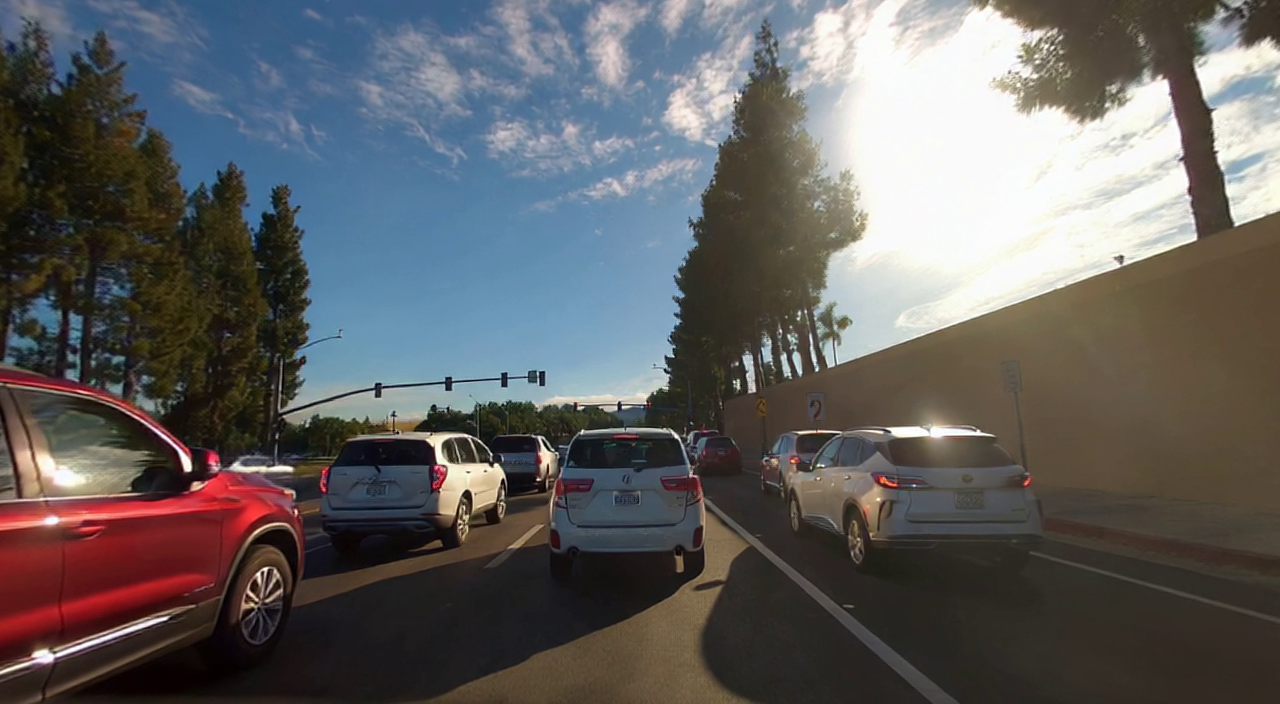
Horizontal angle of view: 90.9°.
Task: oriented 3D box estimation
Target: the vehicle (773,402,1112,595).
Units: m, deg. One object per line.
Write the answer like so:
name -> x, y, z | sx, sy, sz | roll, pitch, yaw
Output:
vehicle -> 3.150, 1.618, 7.808 | 2.029, 1.702, 4.281 | 0, -8, 0

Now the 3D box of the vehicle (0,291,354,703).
vehicle -> -3.519, 0.829, 3.113 | 2.070, 1.913, 4.450 | 0, -8, 0

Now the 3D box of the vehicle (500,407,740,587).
vehicle -> -0.151, 1.651, 7.950 | 2.245, 1.677, 3.913 | 0, -8, 1

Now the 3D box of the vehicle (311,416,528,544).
vehicle -> -3.484, 2.118, 11.144 | 2.067, 1.759, 4.631 | 0, -8, 1
